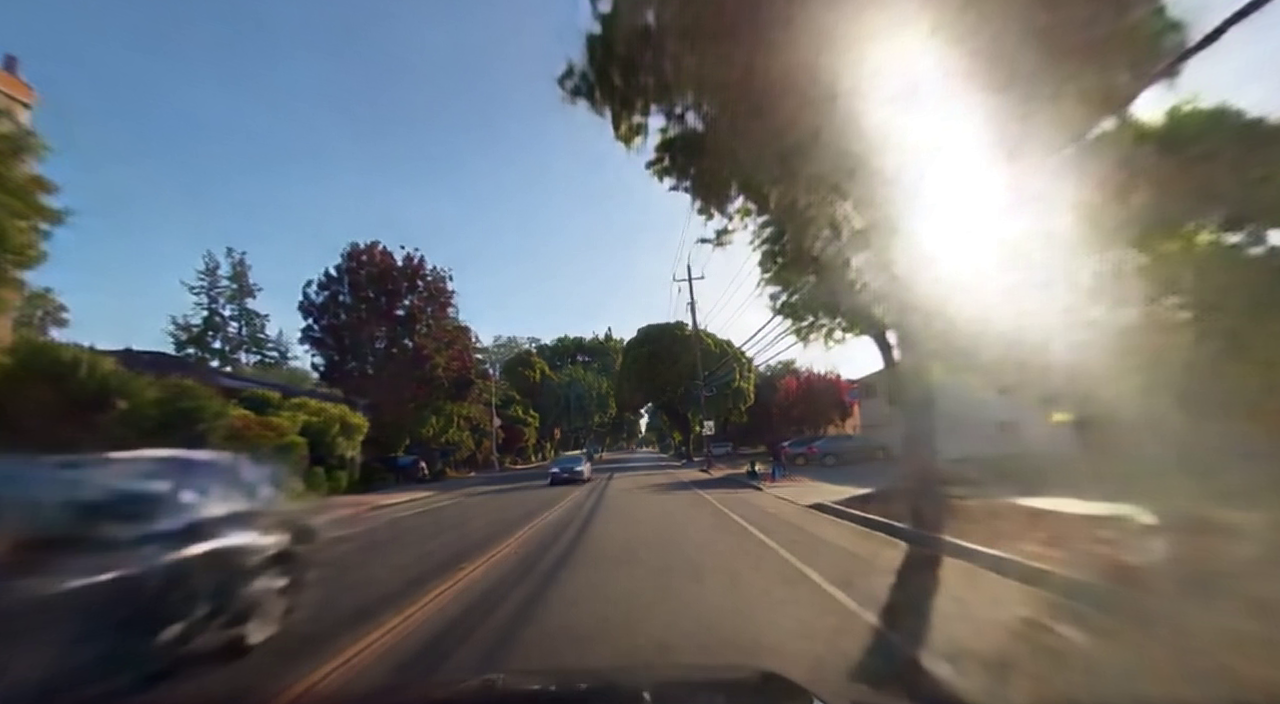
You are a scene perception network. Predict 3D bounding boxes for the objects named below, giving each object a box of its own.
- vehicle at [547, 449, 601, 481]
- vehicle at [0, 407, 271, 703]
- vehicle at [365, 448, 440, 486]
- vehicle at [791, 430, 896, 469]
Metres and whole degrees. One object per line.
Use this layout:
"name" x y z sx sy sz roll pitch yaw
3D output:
"vehicle" -3.016 5.248 29.595 1.968 1.394 3.890 0 -9 2
"vehicle" -3.785 0.987 2.358 2.102 1.524 4.387 -2 -9 1
"vehicle" -13.080 6.303 35.033 2.053 1.906 4.889 -1 -9 3
"vehicle" 10.401 5.012 32.510 4.626 1.731 2.007 -3 -8 -1
